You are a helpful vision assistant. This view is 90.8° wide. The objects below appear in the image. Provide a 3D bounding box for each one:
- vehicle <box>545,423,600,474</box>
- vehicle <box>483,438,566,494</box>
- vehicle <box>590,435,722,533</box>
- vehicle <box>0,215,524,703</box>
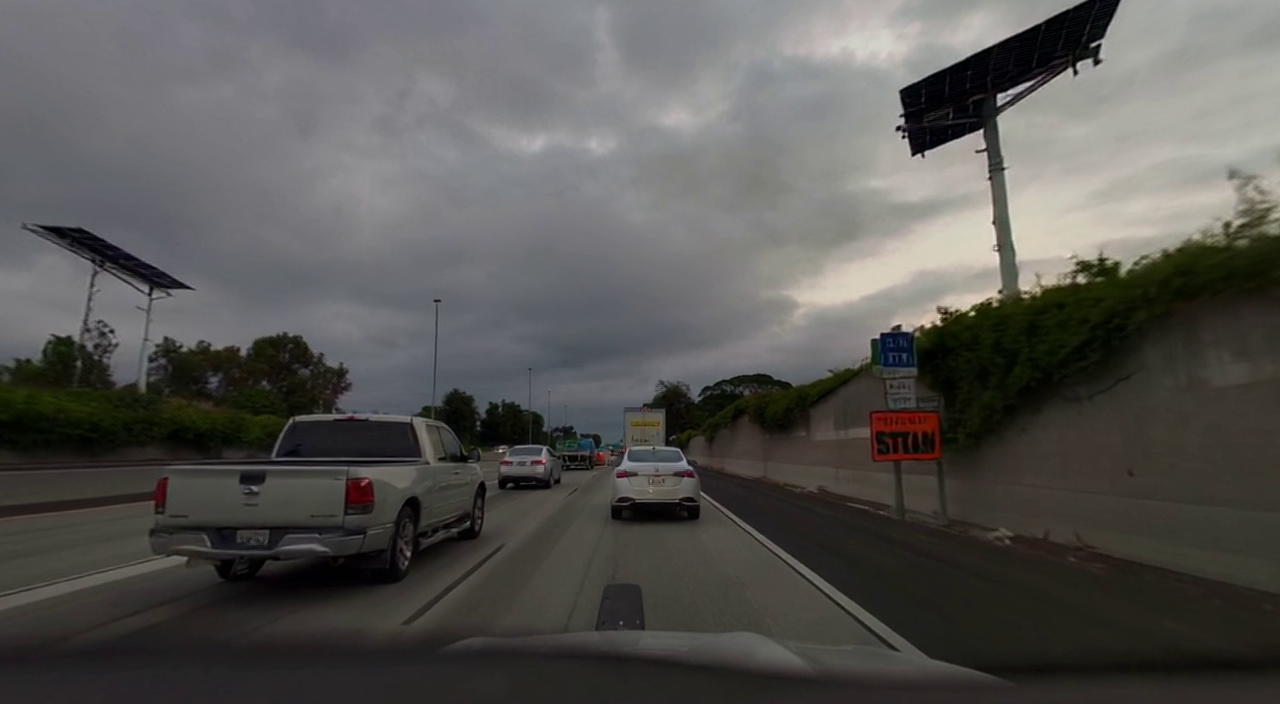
[{"bbox_3d":[-3.667,5.405,35.315,2.290,2.613,5.975,0,-9,1],"label":"vehicle"},{"bbox_3d":[-3.634,3.673,20.586,1.963,1.627,3.849,0,-9,0],"label":"vehicle"},{"bbox_3d":[0.229,2.343,11.684,2.063,1.507,3.488,0,-9,-1],"label":"vehicle"},{"bbox_3d":[-3.065,1.054,6.915,2.289,2.757,6.726,0,-9,0],"label":"vehicle"}]
